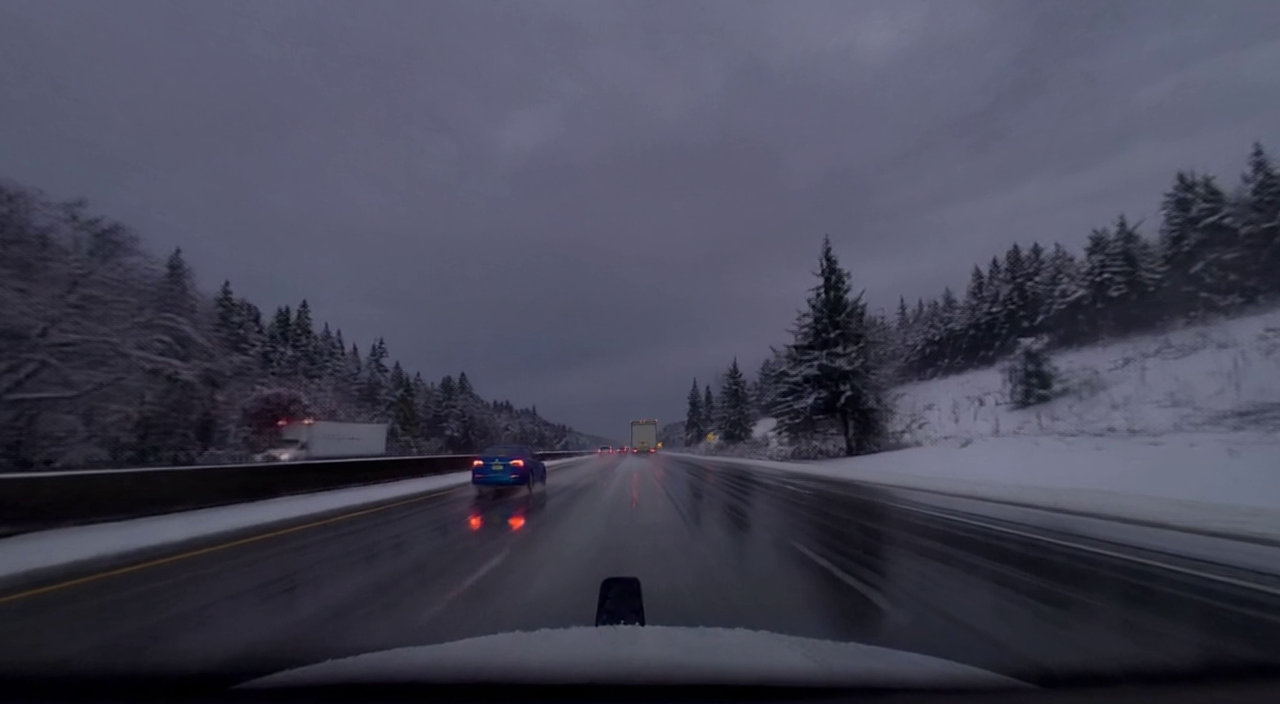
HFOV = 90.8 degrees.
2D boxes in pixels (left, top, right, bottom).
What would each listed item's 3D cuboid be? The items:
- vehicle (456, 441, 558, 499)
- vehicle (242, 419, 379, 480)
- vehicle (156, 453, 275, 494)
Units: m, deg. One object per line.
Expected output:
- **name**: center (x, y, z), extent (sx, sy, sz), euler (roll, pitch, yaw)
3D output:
- **vehicle**: center (-3.909, 3.574, 19.490), extent (1.999, 1.533, 4.870), euler (-1, -9, 1)
- **vehicle**: center (-23.709, 7.170, 46.422), extent (2.972, 3.912, 10.298), euler (-2, -9, 11)
- **vehicle**: center (-16.895, 4.827, 25.430), extent (1.788, 1.455, 4.243), euler (-1, -9, 1)
